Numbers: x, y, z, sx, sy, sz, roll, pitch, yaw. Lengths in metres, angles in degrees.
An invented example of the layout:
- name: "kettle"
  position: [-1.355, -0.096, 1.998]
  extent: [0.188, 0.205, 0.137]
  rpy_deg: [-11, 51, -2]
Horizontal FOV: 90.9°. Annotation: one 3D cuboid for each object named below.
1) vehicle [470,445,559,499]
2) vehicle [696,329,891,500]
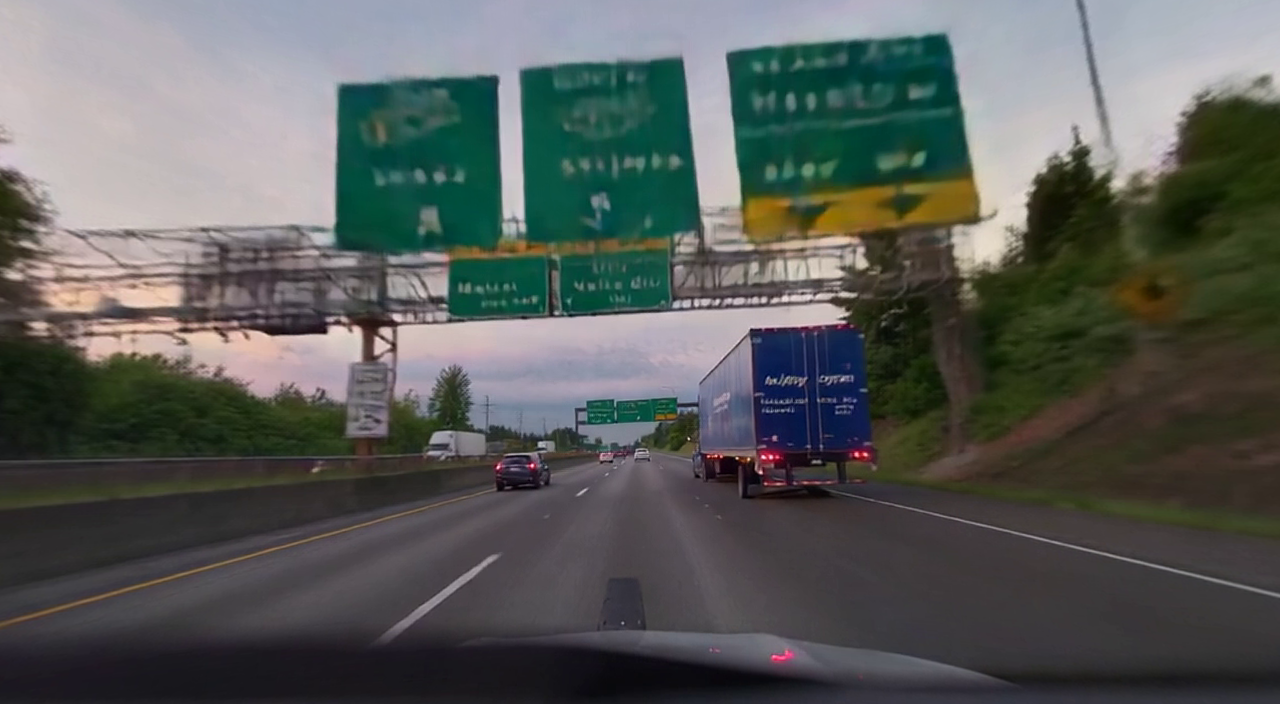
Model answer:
- name: "vehicle"
  position: [-3.797, 3.696, 19.812]
  extent: [1.918, 1.510, 4.006]
  rpy_deg: [0, -9, 1]
- name: "vehicle"
  position: [4.177, 2.495, 21.676]
  extent: [3.025, 4.005, 14.010]
  rpy_deg: [0, -9, -1]
